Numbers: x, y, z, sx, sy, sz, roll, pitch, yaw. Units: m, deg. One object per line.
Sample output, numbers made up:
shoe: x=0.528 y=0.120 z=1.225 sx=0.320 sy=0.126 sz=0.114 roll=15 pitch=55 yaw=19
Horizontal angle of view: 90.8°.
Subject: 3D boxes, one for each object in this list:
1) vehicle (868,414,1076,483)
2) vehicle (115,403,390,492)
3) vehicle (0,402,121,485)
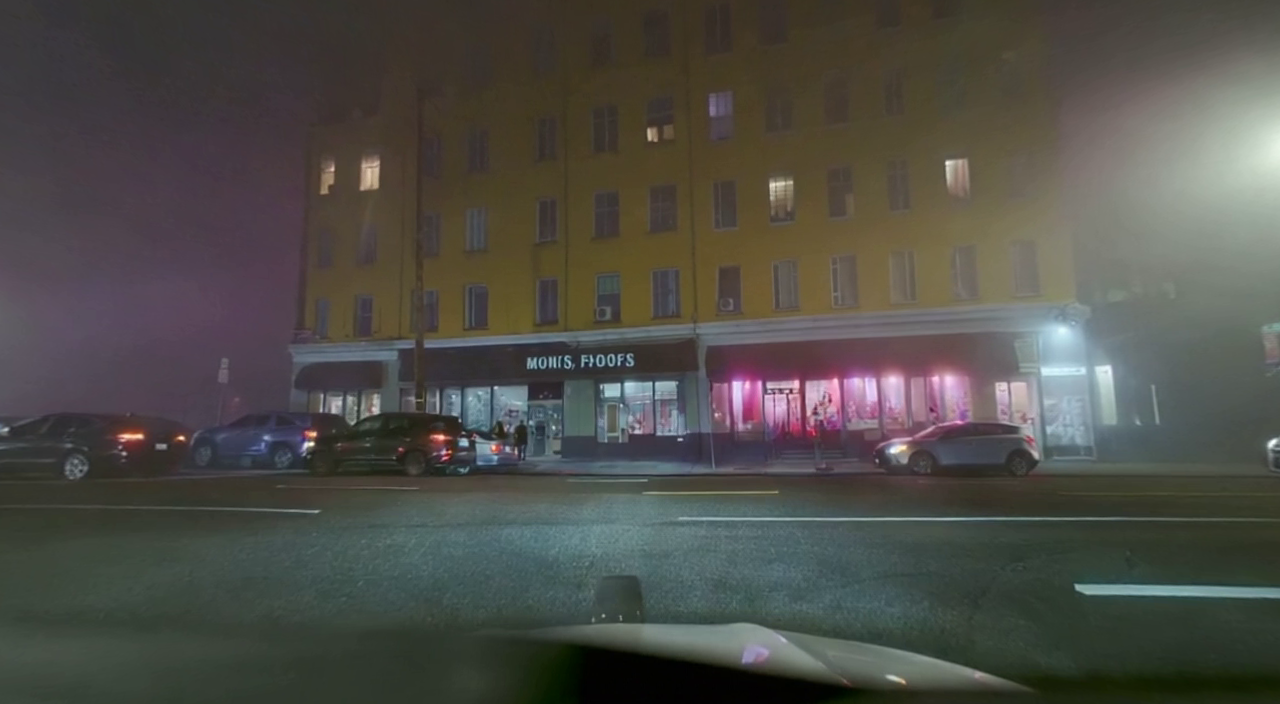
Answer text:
vehicle: x=8.625 y=2.563 z=16.770 sx=4.410 sy=1.687 sz=1.834 roll=-1 pitch=-9 yaw=5
vehicle: x=-7.258 y=1.817 z=11.985 sx=4.330 sy=1.458 sz=1.932 roll=-3 pitch=-9 yaw=16
vehicle: x=-13.922 y=1.912 z=13.113 sx=4.597 sy=1.544 sz=2.158 roll=-1 pitch=-9 yaw=7
